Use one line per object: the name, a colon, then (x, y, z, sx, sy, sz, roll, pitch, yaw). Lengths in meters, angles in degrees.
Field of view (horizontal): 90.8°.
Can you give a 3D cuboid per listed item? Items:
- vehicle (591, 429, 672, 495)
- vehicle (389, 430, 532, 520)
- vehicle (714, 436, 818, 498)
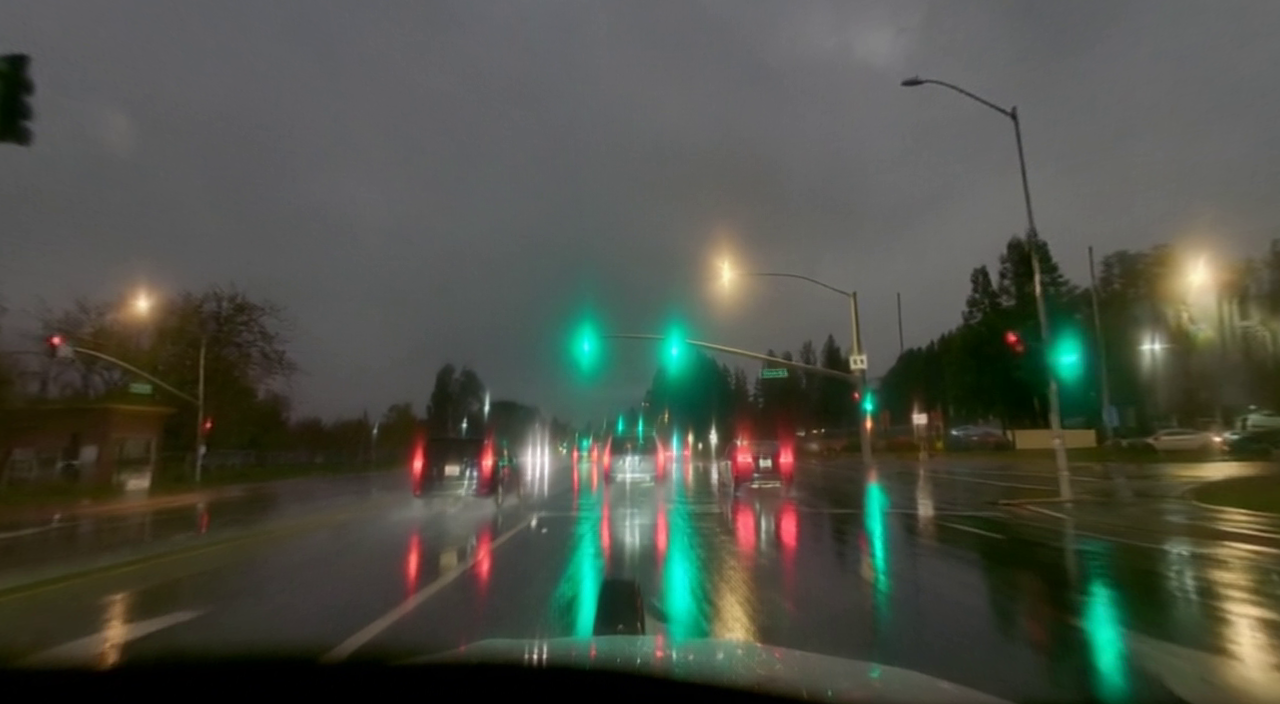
vehicle: (-0.214, 3.252, 18.964, 2.150, 1.725, 4.096, 0, -8, 0)
vehicle: (-3.619, 2.543, 13.570, 1.823, 1.602, 4.061, 0, -8, 0)
vehicle: (3.431, 3.210, 18.049, 2.068, 1.541, 4.041, 0, -8, -1)
